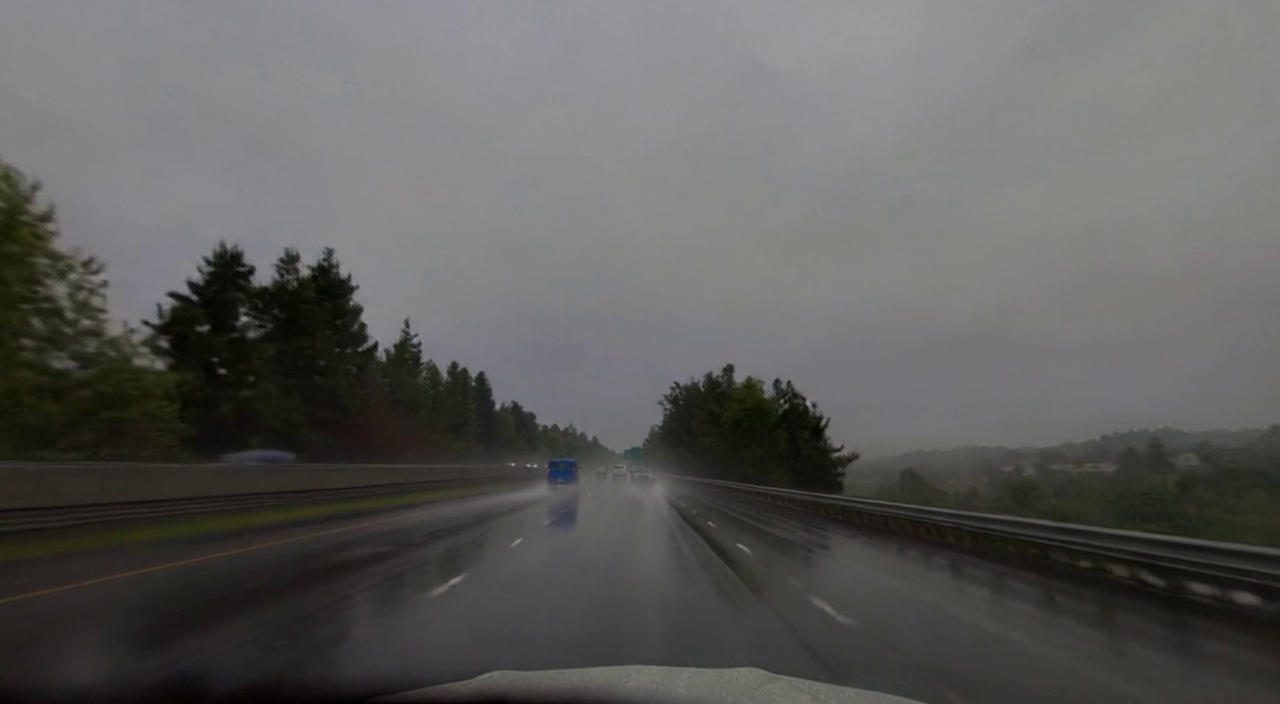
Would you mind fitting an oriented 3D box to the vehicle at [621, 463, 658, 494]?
[{"bbox_3d":[-0.060,6.863,34.289,1.905,1.559,3.491,1,-10,-2],"label":"vehicle"}]

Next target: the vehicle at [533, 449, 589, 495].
[{"bbox_3d":[-3.971,6.211,32.702,2.237,2.113,4.815,1,-10,0],"label":"vehicle"}]

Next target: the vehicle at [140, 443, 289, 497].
[{"bbox_3d":[-13.149,3.715,19.841,1.804,1.485,4.152,1,-10,-1],"label":"vehicle"}]
